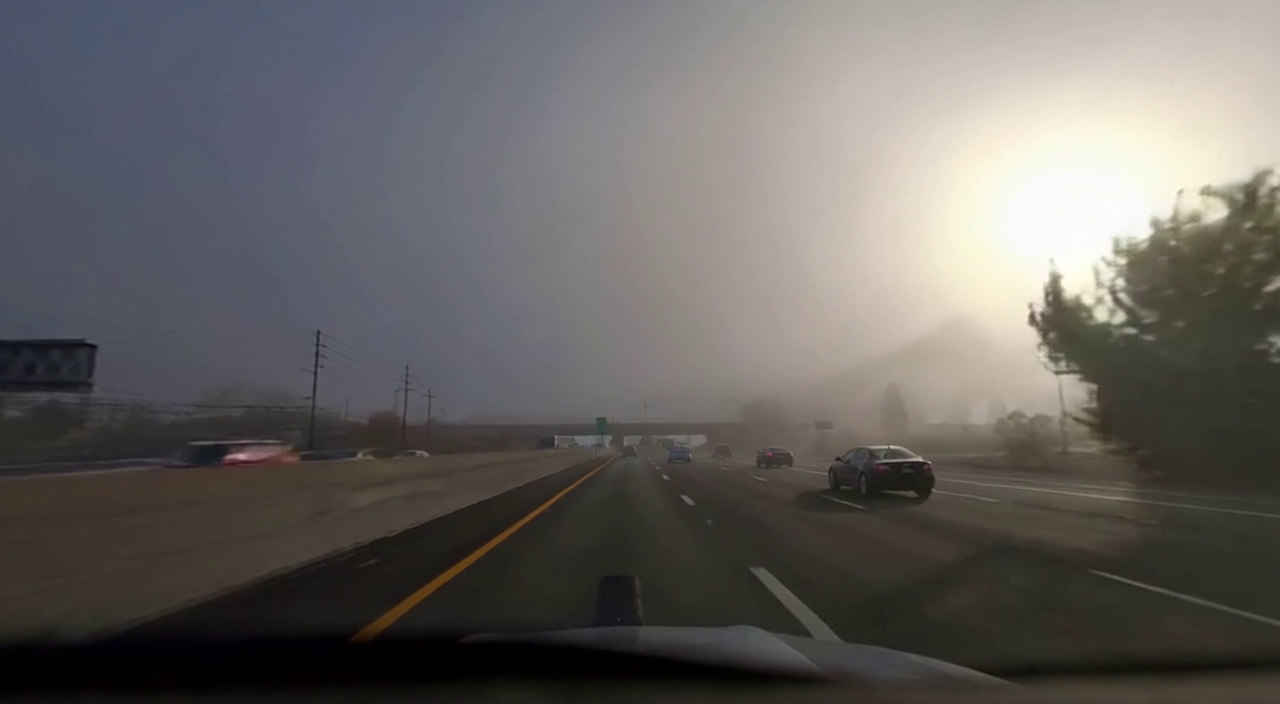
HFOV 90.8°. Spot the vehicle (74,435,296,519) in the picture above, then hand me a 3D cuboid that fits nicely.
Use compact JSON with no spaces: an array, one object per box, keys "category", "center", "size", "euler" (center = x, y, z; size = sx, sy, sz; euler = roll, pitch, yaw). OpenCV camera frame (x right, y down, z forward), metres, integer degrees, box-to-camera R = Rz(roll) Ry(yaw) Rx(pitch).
[{"category":"vehicle","center":[-10.177,2.784,14.654],"size":[1.974,1.641,4.245],"euler":[0,-8,0]}]

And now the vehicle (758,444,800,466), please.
[{"category":"vehicle","center":[9.521,7.096,43.648],"size":[1.838,1.440,4.121],"euler":[0,-8,-1]}]

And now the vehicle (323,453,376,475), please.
[{"category":"vehicle","center":[-21.262,8.167,46.430],"size":[1.850,1.456,4.403],"euler":[0,-8,-1]}]

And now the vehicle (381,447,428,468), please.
[{"category":"vehicle","center":[-17.171,7.692,46.257],"size":[1.776,1.473,4.494],"euler":[0,-9,-1]}]

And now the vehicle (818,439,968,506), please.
[{"category":"vehicle","center":[6.355,3.046,16.561],"size":[1.952,1.489,4.483],"euler":[0,-8,-2]}]

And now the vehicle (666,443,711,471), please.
[{"category":"vehicle","center":[2.670,5.903,35.778],"size":[1.993,1.507,4.594],"euler":[0,-8,-2]}]
